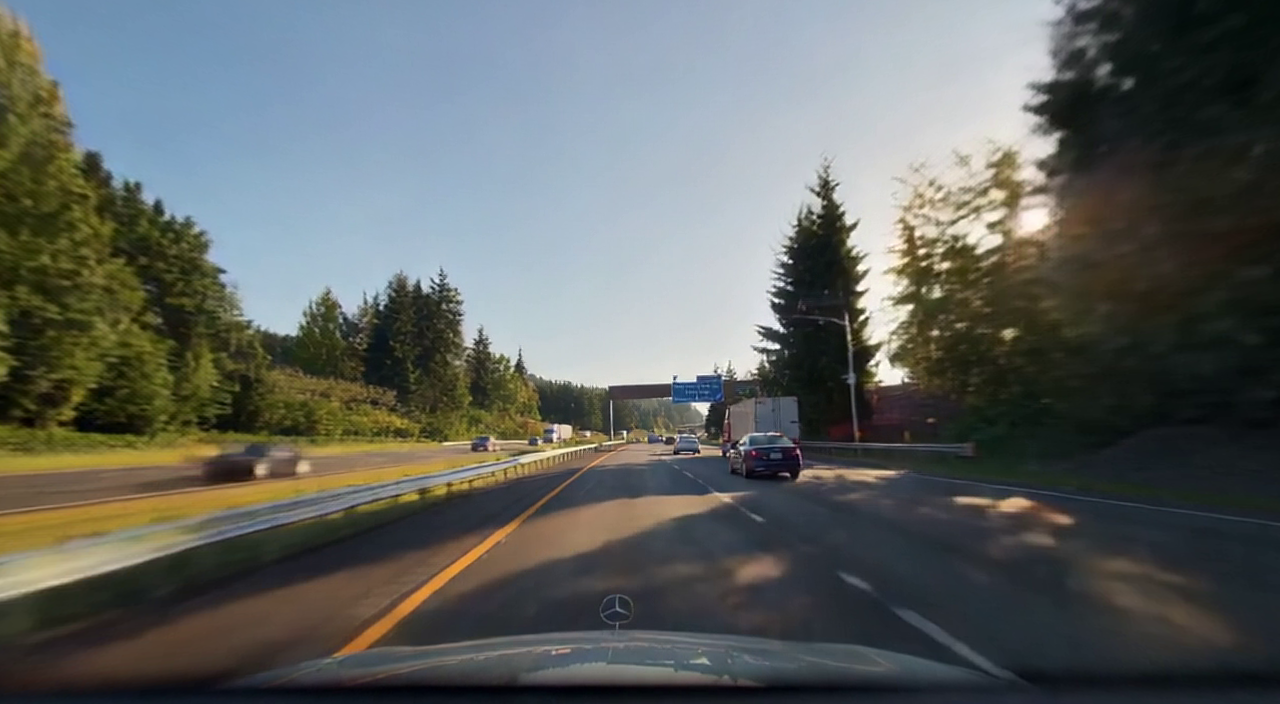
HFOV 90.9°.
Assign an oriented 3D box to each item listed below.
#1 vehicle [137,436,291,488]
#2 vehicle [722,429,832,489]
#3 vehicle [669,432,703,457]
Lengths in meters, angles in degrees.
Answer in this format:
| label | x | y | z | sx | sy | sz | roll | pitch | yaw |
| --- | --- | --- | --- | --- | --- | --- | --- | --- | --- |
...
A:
| label | x | y | z | sx | sy | sz | roll | pitch | yaw |
| --- | --- | --- | --- | --- | --- | --- | --- | --- | --- |
| vehicle | -13.116 | 3.369 | 19.806 | 1.755 | 1.420 | 4.471 | 0 | -8 | 0 |
| vehicle | 3.766 | 3.013 | 18.203 | 1.986 | 1.501 | 4.529 | 0 | -8 | -2 |
| vehicle | 3.306 | 6.727 | 46.079 | 2.011 | 1.672 | 4.415 | 0 | -8 | -2 |
